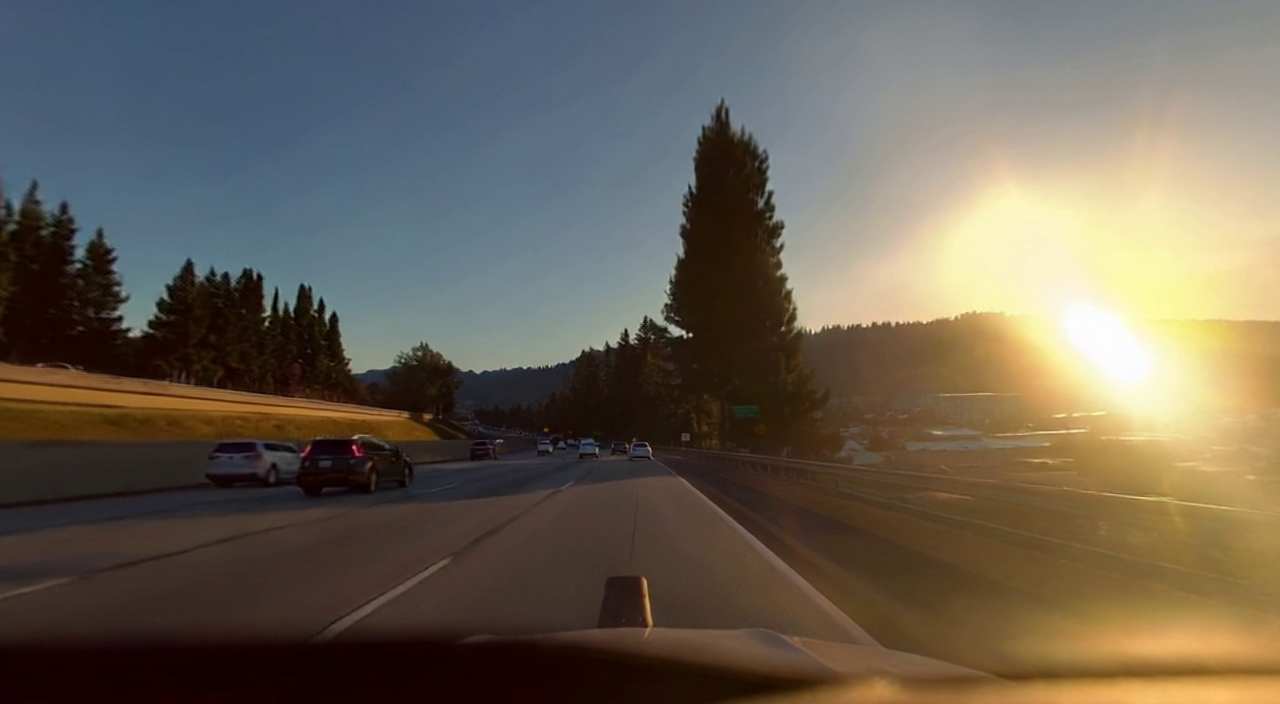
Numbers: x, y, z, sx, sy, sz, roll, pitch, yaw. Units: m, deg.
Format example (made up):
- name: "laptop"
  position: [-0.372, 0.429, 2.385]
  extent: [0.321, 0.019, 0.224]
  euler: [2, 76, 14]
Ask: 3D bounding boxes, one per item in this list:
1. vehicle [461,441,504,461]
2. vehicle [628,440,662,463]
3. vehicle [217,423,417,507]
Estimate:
- name: "vehicle"
  position: [-11.984, 7.565, 48.082]
  extent: [2.056, 1.489, 4.852]
  euler: [0, -8, -1]
- name: "vehicle"
  position: [0.283, 6.697, 42.305]
  extent: [2.060, 1.465, 3.974]
  euler: [0, -8, -2]
- name: "vehicle"
  position: [-7.577, 2.706, 15.537]
  extent: [2.238, 1.712, 5.000]
  euler: [0, -8, 1]
